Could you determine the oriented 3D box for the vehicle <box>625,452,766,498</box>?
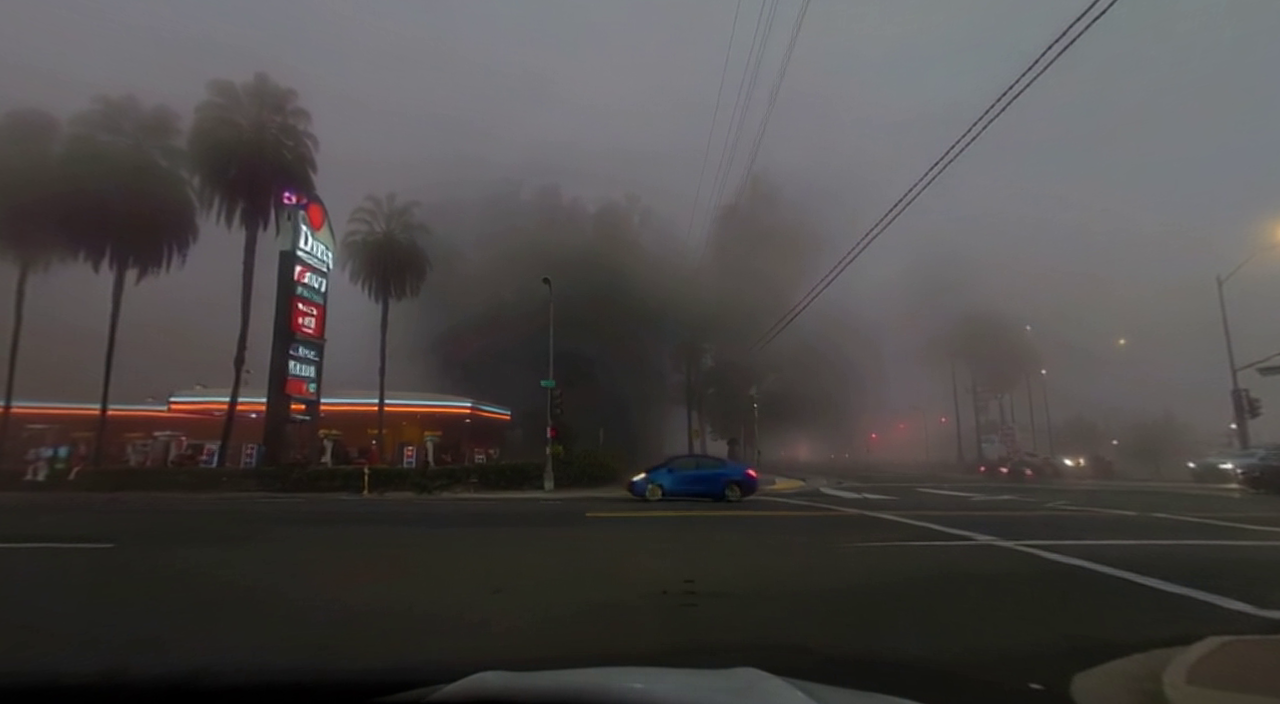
[{"bbox_3d":[1.799,4.192,21.698,4.570,1.480,1.873,1,-8,-3],"label":"vehicle"}]

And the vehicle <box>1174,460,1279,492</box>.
[{"bbox_3d":[32.669,6.811,34.977,2.074,1.480,4.369,1,-8,-5],"label":"vehicle"}]

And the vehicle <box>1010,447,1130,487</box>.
[{"bbox_3d":[22.784,6.070,33.578,4.880,1.754,2.202,0,-5,-5],"label":"vehicle"}]
